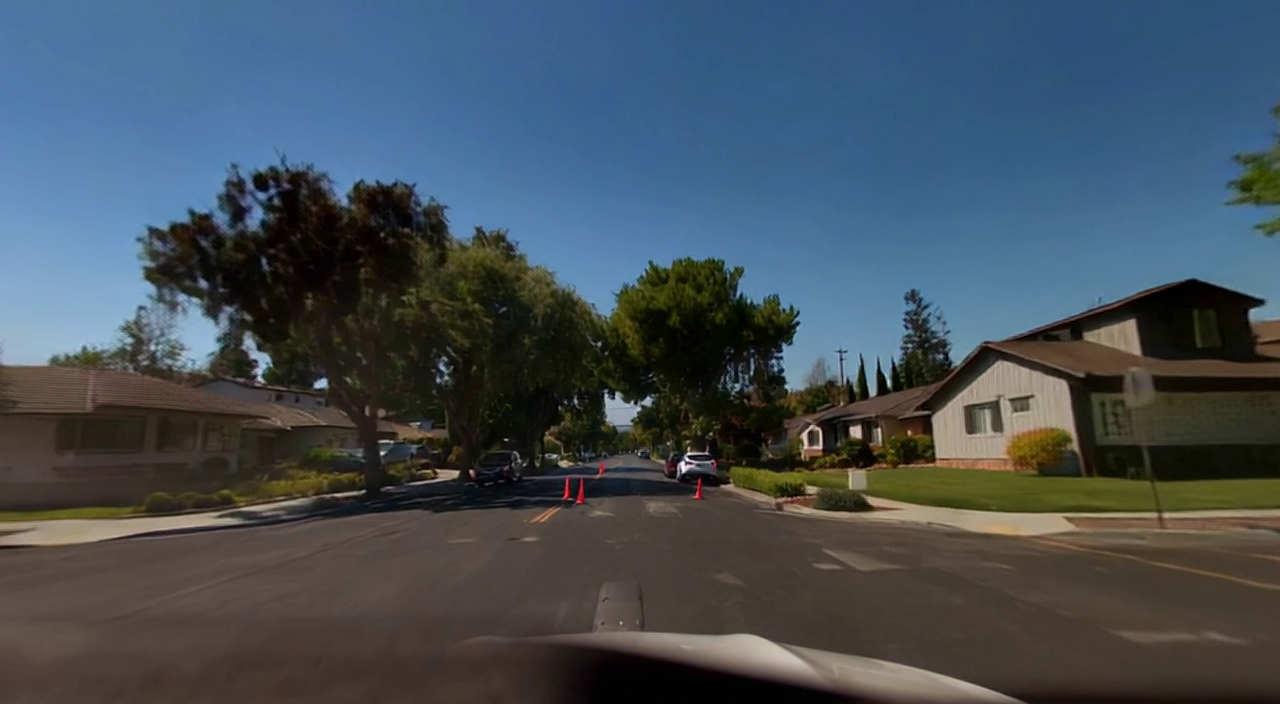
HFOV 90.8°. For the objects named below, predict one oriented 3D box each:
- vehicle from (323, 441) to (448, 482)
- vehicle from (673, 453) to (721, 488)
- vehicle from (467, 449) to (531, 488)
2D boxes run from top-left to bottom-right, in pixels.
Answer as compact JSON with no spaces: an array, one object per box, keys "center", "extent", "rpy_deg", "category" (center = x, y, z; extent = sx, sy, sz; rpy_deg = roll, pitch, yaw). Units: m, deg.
[{"center":[-15.633,6.754,39.146],"extent":[6.526,2.046,2.522],"rpy_deg":[3,-9,-2],"category":"vehicle"},{"center":[2.803,5.924,31.902],"extent":[1.896,1.602,4.571],"rpy_deg":[2,-9,-1],"category":"vehicle"},{"center":[-7.521,6.329,34.414],"extent":[2.266,1.877,5.167],"rpy_deg":[-1,-10,0],"category":"vehicle"}]
